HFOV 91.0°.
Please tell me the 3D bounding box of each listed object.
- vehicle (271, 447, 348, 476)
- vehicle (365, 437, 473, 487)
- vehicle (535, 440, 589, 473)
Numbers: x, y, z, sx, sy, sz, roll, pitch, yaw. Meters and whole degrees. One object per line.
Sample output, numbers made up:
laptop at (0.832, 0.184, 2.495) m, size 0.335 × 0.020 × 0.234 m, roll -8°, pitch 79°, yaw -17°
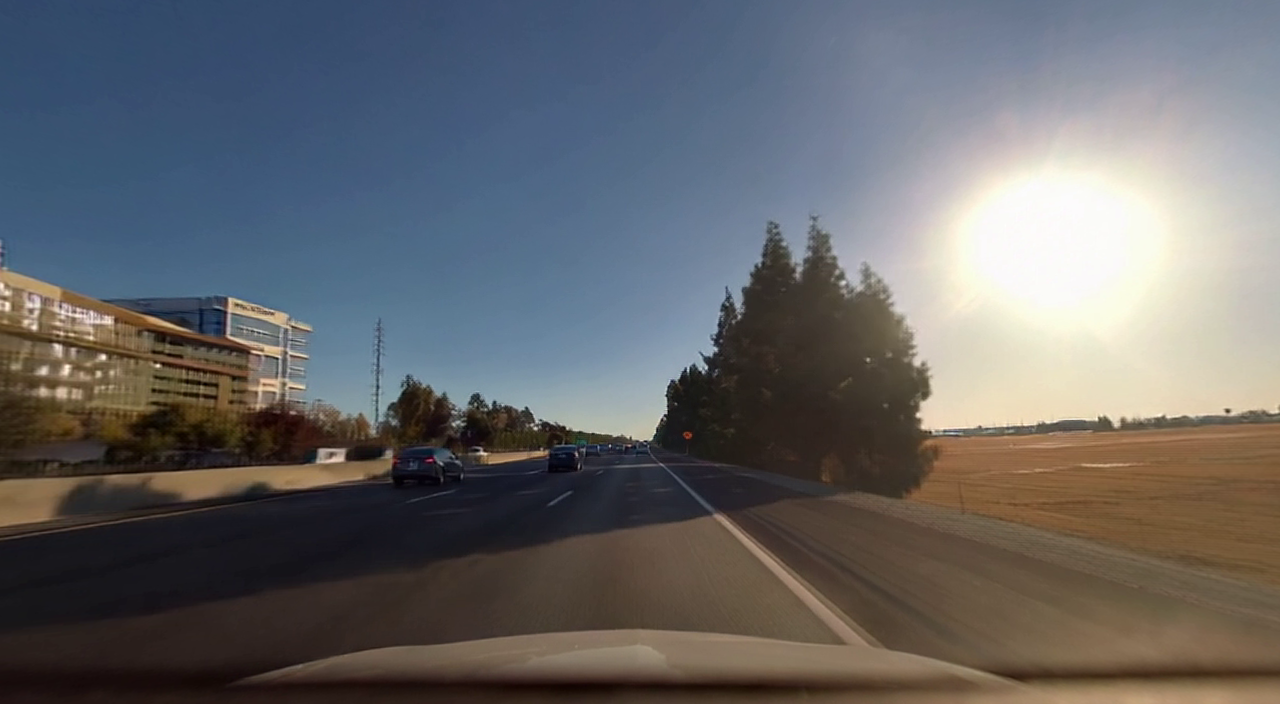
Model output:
vehicle at (-18.926, 6.263, 36.340) m, size 1.959 × 1.514 × 4.519 m, roll 0°, pitch -9°, yaw 1°
vehicle at (-7.534, 3.786, 22.011) m, size 2.034 × 1.523 × 4.627 m, roll 0°, pitch -9°, yaw 1°
vehicle at (-3.954, 5.383, 32.671) m, size 2.083 × 1.588 × 4.801 m, roll 0°, pitch -9°, yaw 1°
